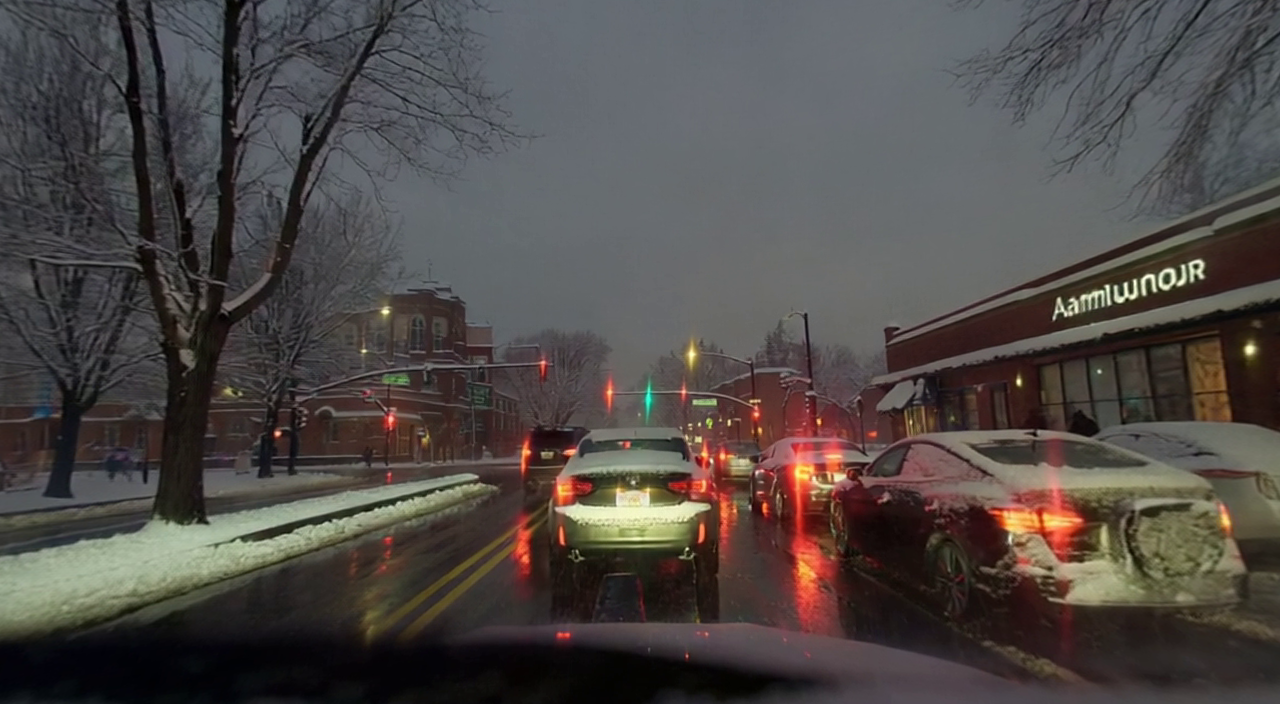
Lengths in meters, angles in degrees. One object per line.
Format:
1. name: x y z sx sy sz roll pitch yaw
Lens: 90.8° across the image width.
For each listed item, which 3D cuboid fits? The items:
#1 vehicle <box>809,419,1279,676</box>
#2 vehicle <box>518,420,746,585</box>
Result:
1. vehicle: 3.219 1.468 5.974 1.912 1.454 4.537 0 -9 -1
2. vehicle: -0.111 1.703 7.948 2.118 1.512 4.013 0 -9 -1
